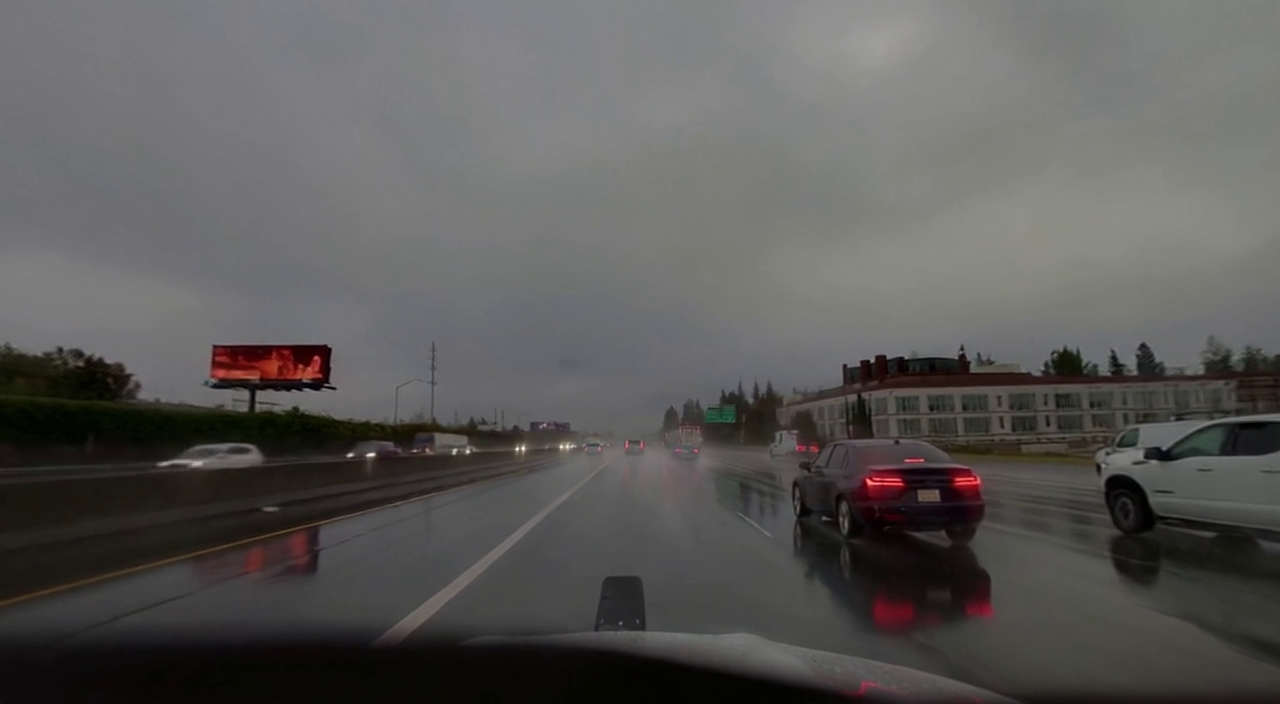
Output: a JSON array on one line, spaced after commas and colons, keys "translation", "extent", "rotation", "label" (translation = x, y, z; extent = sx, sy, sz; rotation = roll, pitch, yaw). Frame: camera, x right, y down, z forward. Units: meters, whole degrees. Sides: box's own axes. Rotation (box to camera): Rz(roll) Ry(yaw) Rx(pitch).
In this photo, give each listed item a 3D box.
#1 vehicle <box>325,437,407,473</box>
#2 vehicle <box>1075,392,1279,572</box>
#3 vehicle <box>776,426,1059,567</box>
[{"translation": [-15.148, 5.731, 35.299], "extent": [2.290, 1.858, 4.978], "rotation": [0, -9, 1], "label": "vehicle"}, {"translation": [7.557, 1.380, 6.823], "extent": [2.176, 1.793, 4.841], "rotation": [0, -9, -1], "label": "vehicle"}, {"translation": [3.511, 1.914, 9.181], "extent": [1.987, 1.509, 4.512], "rotation": [0, -9, -1], "label": "vehicle"}]
